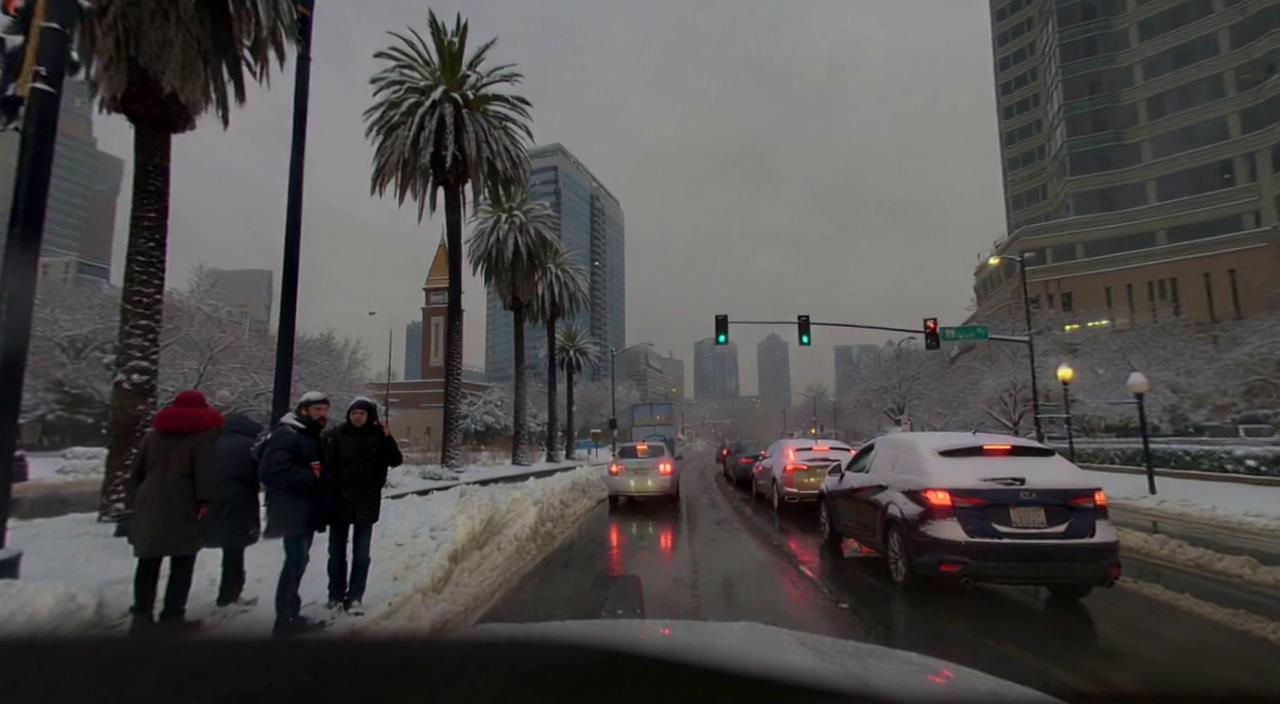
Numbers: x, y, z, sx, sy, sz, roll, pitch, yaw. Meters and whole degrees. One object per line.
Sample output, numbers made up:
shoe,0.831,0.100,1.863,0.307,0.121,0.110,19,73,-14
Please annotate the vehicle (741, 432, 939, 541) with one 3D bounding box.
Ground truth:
vehicle,3.090,2.166,10.846,1.913,1.469,4.425,0,-9,-1

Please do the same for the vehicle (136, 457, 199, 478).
vehicle,-36.836,8.984,49.209,1.700,1.527,4.445,1,-9,-4

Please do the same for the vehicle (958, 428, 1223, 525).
vehicle,8.175,2.276,12.060,1.859,1.508,4.259,0,-9,-1

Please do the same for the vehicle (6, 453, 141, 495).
vehicle,-26.696,5.723,29.957,2.105,1.793,4.812,0,-9,-3

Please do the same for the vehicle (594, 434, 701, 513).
vehicle,0.179,2.611,13.983,2.048,1.503,3.681,0,-9,1
